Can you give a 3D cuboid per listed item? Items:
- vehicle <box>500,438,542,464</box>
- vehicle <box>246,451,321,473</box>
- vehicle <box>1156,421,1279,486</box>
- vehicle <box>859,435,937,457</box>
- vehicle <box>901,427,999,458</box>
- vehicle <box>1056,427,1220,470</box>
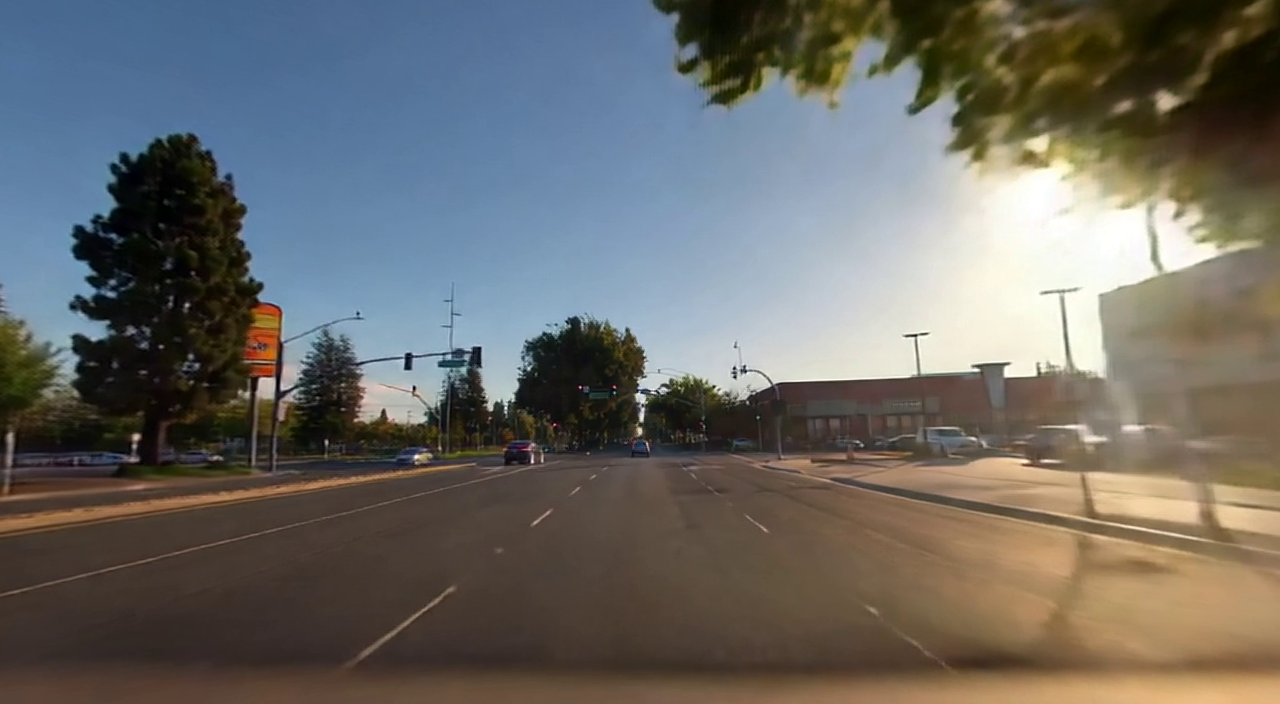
[{"bbox_3d":[-7.877,6.615,42.194,2.231,1.650,5.052,0,-9,-4],"label":"vehicle"},{"bbox_3d":[-27.243,8.415,48.256,4.805,1.537,1.936,-2,-9,11],"label":"vehicle"},{"bbox_3d":[17.522,2.758,17.590,4.512,1.459,1.916,-3,-6,-2],"label":"vehicle"},{"bbox_3d":[16.887,6.182,41.487,1.796,1.351,4.358,6,-11,-37],"label":"vehicle"},{"bbox_3d":[17.441,5.136,35.619,4.498,1.671,1.887,-1,-8,3],"label":"vehicle"},{"bbox_3d":[17.673,3.444,22.532,4.211,1.418,1.907,0,-9,0],"label":"vehicle"}]
